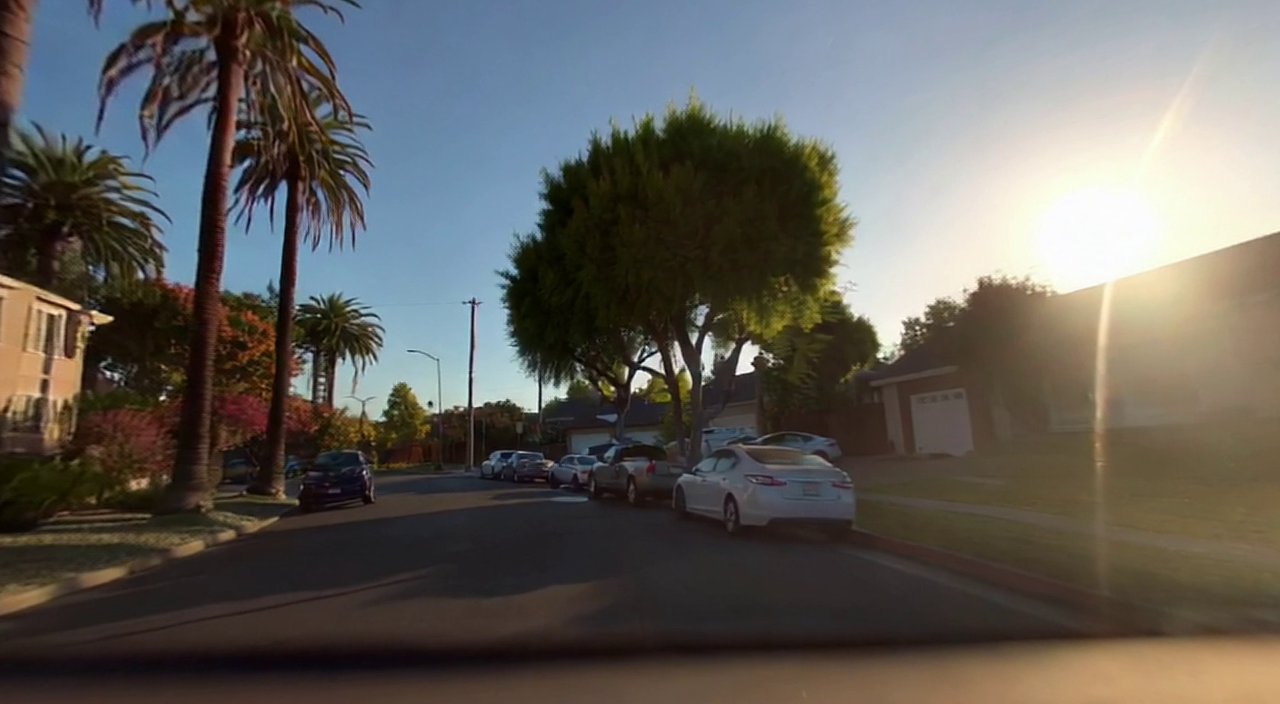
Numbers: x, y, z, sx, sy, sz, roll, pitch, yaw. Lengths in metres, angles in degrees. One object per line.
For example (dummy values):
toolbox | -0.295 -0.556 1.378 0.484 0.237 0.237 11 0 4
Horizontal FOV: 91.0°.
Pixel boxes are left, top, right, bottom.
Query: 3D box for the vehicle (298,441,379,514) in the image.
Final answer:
vehicle | -9.447 3.826 19.738 2.026 1.816 4.532 -1 -8 -26

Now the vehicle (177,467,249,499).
vehicle | -27.388 8.380 40.314 4.944 1.819 2.001 -8 -11 33

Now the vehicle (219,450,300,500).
vehicle | -22.086 7.155 36.417 5.628 2.109 2.395 -16 -12 40

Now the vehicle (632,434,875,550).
vehicle | 1.571 2.236 10.994 2.108 1.503 4.977 2 -9 -17

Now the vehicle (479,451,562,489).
vehicle | -5.407 5.170 28.038 2.006 1.484 4.768 5 -10 -32

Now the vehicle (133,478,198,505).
vehicle | -32.748 9.570 43.389 4.390 1.559 1.812 -5 -9 28
